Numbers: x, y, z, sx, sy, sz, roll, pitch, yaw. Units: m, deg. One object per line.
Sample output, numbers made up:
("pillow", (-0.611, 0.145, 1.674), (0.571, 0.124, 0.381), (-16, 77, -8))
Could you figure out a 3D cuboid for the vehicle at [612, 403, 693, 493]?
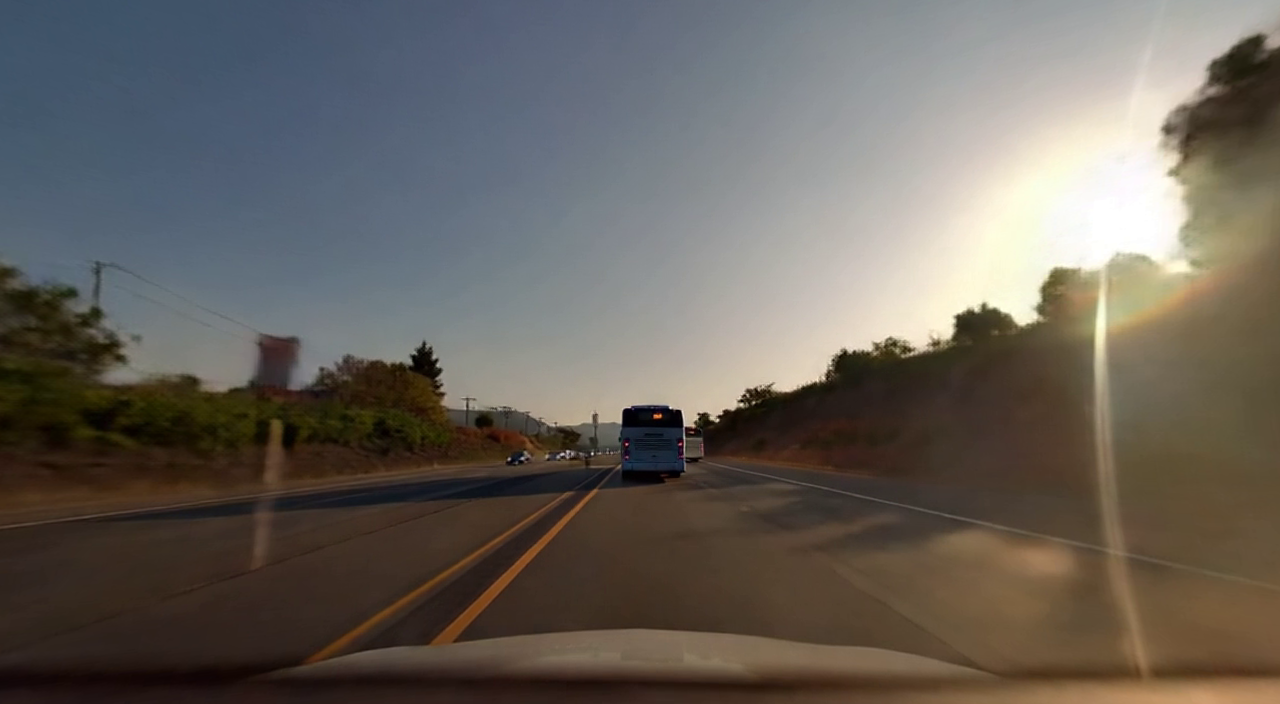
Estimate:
("vehicle", (0.315, 3.328, 21.802), (2.414, 2.675, 5.574), (0, -9, -1))
